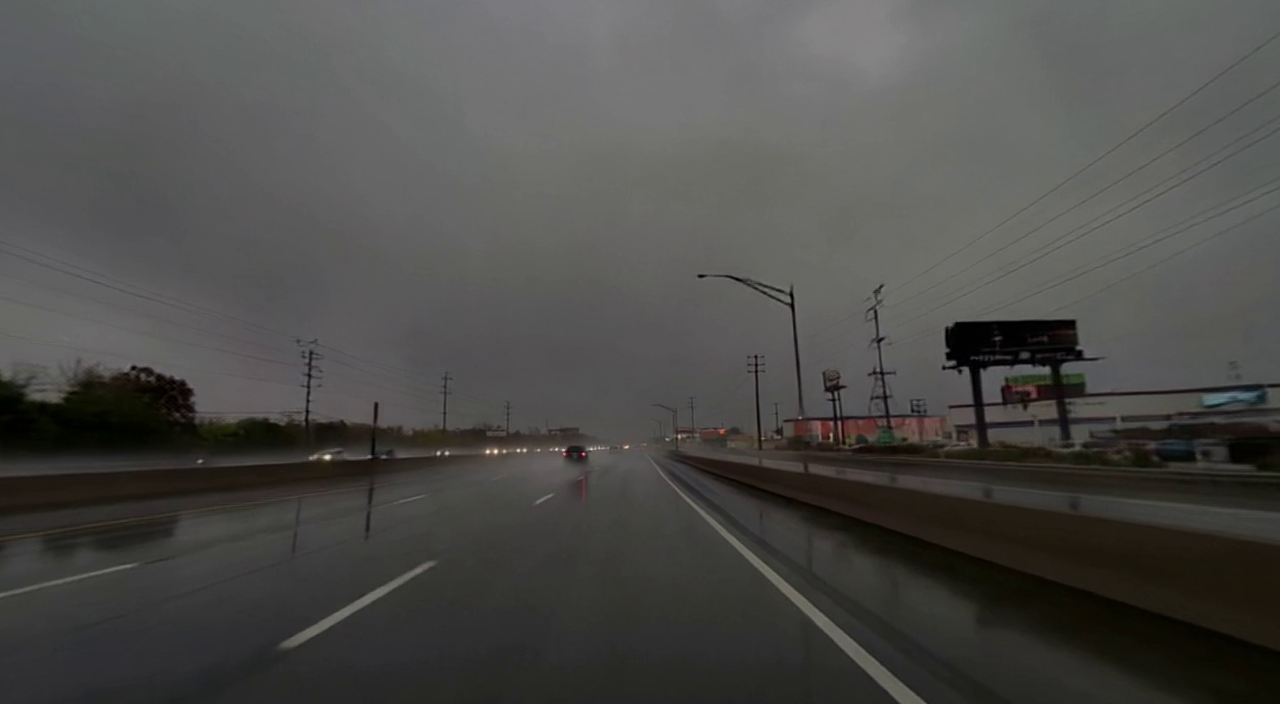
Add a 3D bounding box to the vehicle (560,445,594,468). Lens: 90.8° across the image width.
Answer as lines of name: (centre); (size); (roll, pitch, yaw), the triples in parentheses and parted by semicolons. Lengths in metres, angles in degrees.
vehicle: (-4.247, 7.148, 43.261); (1.940, 1.479, 4.545); (0, -9, 0)
